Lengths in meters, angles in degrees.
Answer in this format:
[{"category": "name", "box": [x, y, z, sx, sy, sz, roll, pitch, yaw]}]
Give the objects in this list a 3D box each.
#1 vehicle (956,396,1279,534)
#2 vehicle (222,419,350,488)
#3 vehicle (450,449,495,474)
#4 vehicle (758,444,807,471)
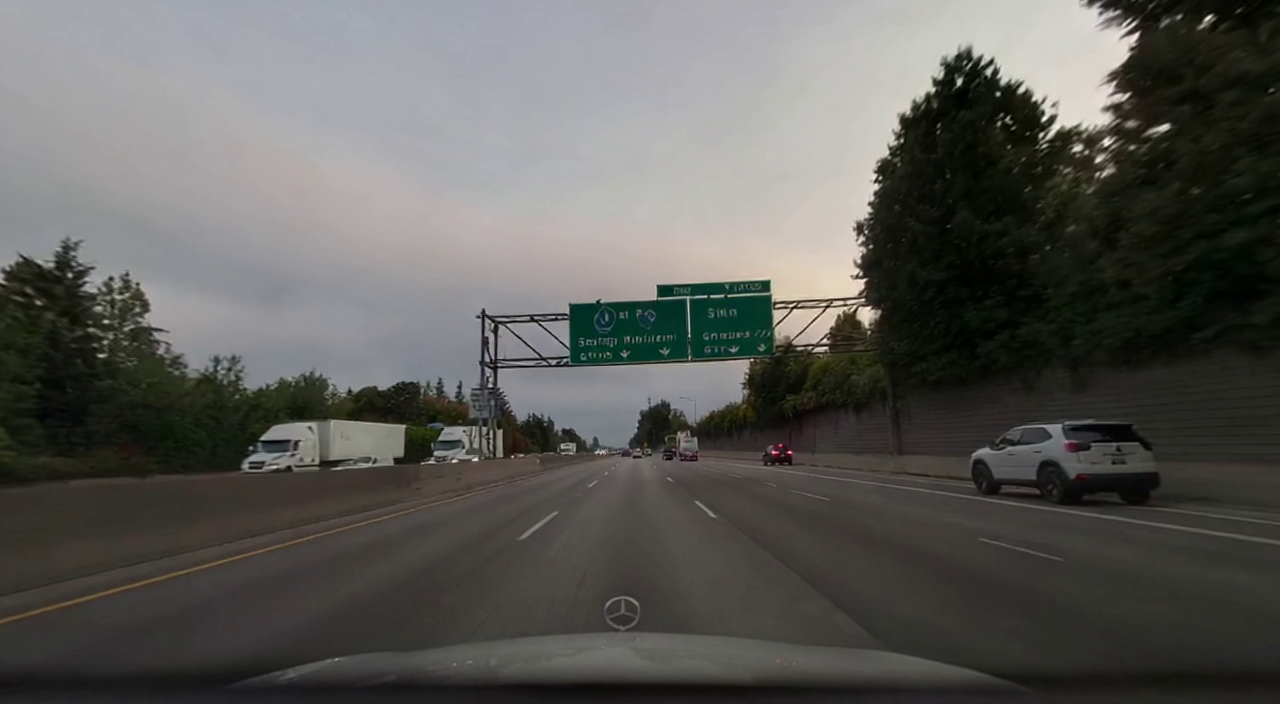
[{"category": "vehicle", "box": [8.764, 2.135, 12.351, 2.184, 2.052, 5.650, -1, -9, 0]}, {"category": "vehicle", "box": [-23.254, 6.766, 42.216, 3.189, 4.074, 9.572, 0, -9, -2]}, {"category": "vehicle", "box": [-12.774, 8.358, 48.233, 2.018, 1.849, 4.922, 0, -9, 0]}, {"category": "vehicle", "box": [9.161, 6.833, 40.810, 1.950, 1.632, 4.845, 0, -9, -1]}]
